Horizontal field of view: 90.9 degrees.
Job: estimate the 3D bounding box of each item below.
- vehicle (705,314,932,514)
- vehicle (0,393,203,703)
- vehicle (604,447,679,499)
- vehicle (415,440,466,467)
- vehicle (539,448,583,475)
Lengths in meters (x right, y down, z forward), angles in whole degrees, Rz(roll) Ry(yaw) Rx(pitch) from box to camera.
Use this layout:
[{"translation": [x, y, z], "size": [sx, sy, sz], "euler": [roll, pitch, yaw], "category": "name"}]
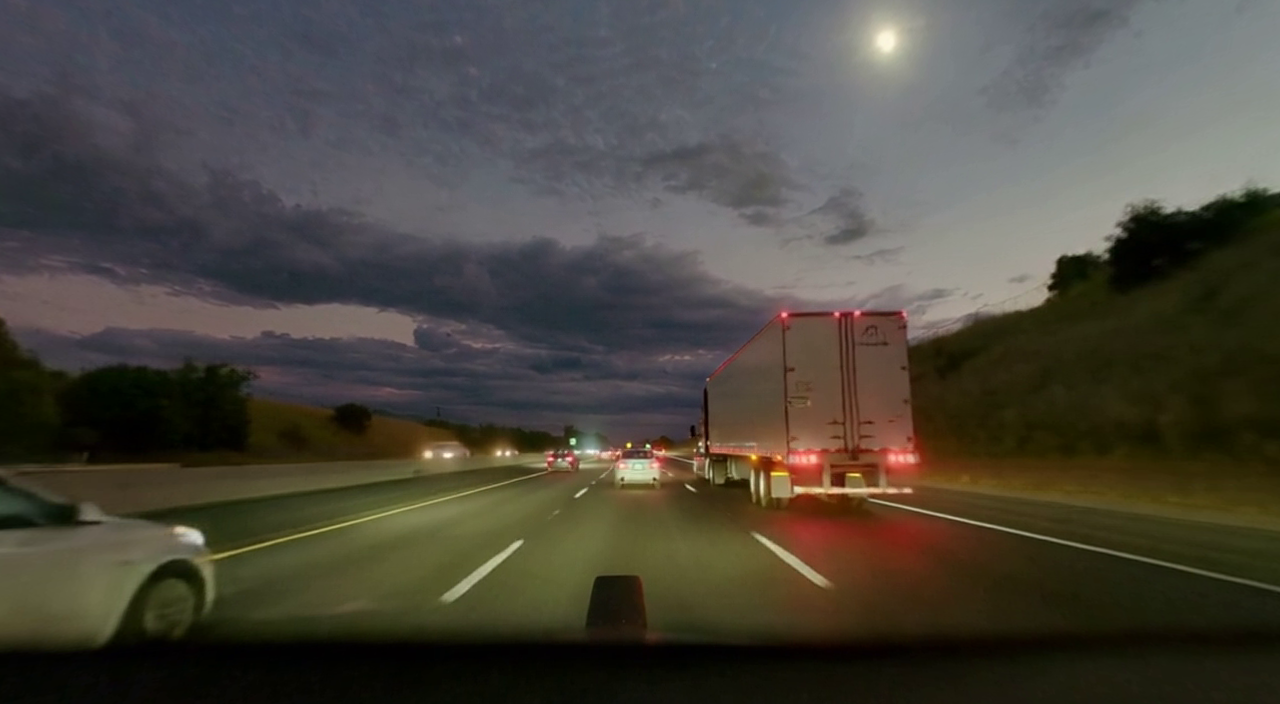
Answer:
[{"translation": [4.376, 2.341, 20.120], "size": [2.905, 4.109, 14.332], "euler": [0, -9, -1], "category": "vehicle"}, {"translation": [-3.700, 0.798, 1.482], "size": [2.153, 1.581, 4.375], "euler": [0, -9, 0], "category": "vehicle"}, {"translation": [0.010, 3.595, 19.107], "size": [2.023, 1.400, 4.028], "euler": [0, -9, -1], "category": "vehicle"}, {"translation": [-12.814, 6.568, 40.789], "size": [1.915, 1.643, 4.268], "euler": [0, -9, -1], "category": "vehicle"}, {"translation": [-4.482, 6.278, 36.339], "size": [2.017, 1.460, 4.382], "euler": [0, -9, -1], "category": "vehicle"}]
